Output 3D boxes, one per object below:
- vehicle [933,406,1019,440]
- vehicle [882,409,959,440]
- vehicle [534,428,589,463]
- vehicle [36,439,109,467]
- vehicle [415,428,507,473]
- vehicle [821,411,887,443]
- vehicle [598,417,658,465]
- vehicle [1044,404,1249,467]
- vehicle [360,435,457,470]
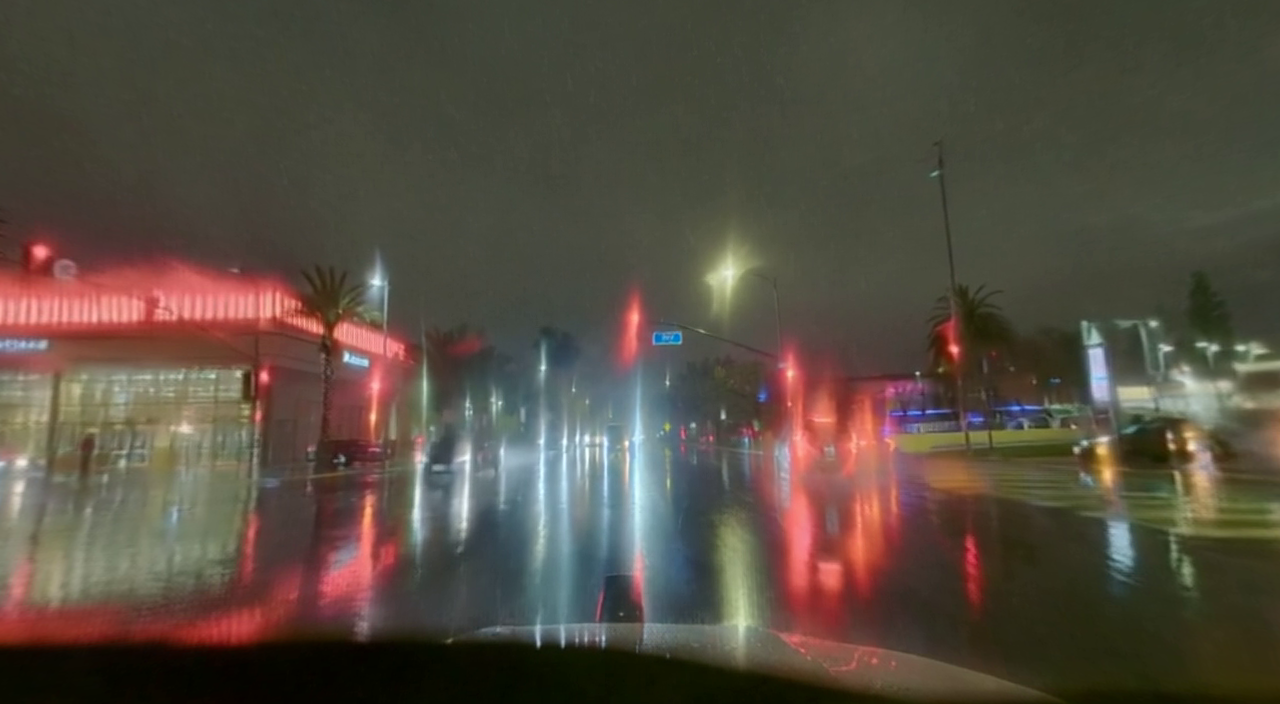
[{"bbox_3d":[16.675,3.614,31.642,1.850,1.509,4.297,1,-9,-1],"label":"vehicle"},{"bbox_3d":[14.138,3.746,32.165,1.797,1.443,4.451,-1,-8,-1],"label":"vehicle"},{"bbox_3d":[-3.560,4.354,29.419,1.921,1.491,4.332,0,-8,1],"label":"vehicle"},{"bbox_3d":[-40.567,7.210,45.191,1.615,1.455,3.501,-7,-4,26],"label":"vehicle"},{"bbox_3d":[-6.506,3.653,23.570,2.032,1.508,4.661,0,-8,1],"label":"vehicle"},{"bbox_3d":[11.447,3.987,34.167,1.899,1.550,4.531,-1,-6,-1],"label":"vehicle"},{"bbox_3d":[-0.516,3.738,26.487,2.264,1.798,4.531,0,-8,-1],"label":"vehicle"},{"bbox_3d":[15.855,2.619,20.009,4.583,1.741,2.117,-2,-6,1],"label":"vehicle"},{"bbox_3d":[-10.543,4.605,29.132,2.002,1.470,4.388,-2,-9,15],"label":"vehicle"}]
